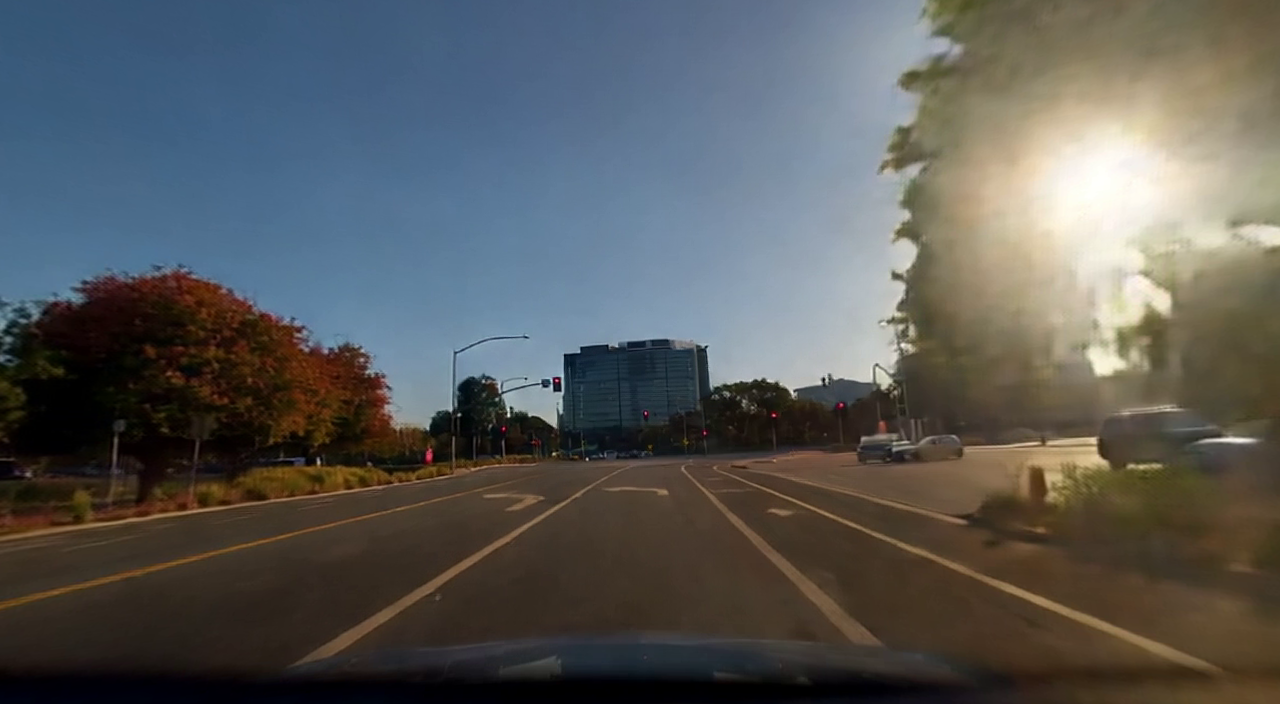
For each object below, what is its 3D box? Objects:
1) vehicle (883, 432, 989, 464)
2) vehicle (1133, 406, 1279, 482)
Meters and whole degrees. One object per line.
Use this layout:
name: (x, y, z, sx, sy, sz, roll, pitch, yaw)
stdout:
vehicle: (14.273, 4.645, 30.542, 4.167, 1.476, 1.871, 0, -8, 1)
vehicle: (13.629, 1.964, 13.531, 4.343, 1.500, 2.011, 0, -8, 1)
